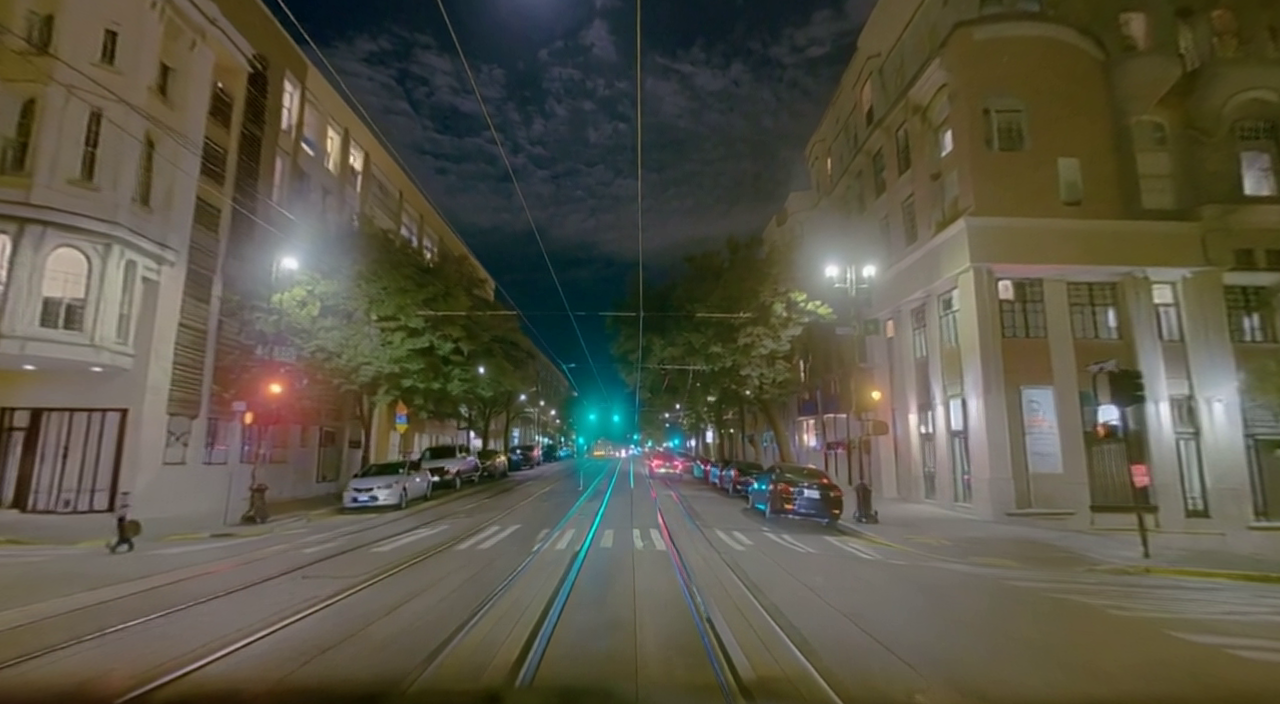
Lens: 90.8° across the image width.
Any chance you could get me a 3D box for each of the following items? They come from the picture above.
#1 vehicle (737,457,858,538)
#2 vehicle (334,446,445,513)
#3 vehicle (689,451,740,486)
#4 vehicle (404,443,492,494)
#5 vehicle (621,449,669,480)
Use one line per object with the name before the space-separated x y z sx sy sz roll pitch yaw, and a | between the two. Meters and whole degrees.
vehicle | 3.856 3.608 16.290 1.929 1.723 4.134 0 -8 -2
vehicle | -7.418 3.949 19.176 1.779 1.588 3.953 2 -17 -2
vehicle | 3.690 5.847 31.970 1.890 1.559 4.281 0 -8 -3
vehicle | -7.407 4.628 24.940 1.861 1.751 4.550 1 -11 2
vehicle | 0.218 6.045 34.247 1.984 1.571 3.404 1 -9 -10
